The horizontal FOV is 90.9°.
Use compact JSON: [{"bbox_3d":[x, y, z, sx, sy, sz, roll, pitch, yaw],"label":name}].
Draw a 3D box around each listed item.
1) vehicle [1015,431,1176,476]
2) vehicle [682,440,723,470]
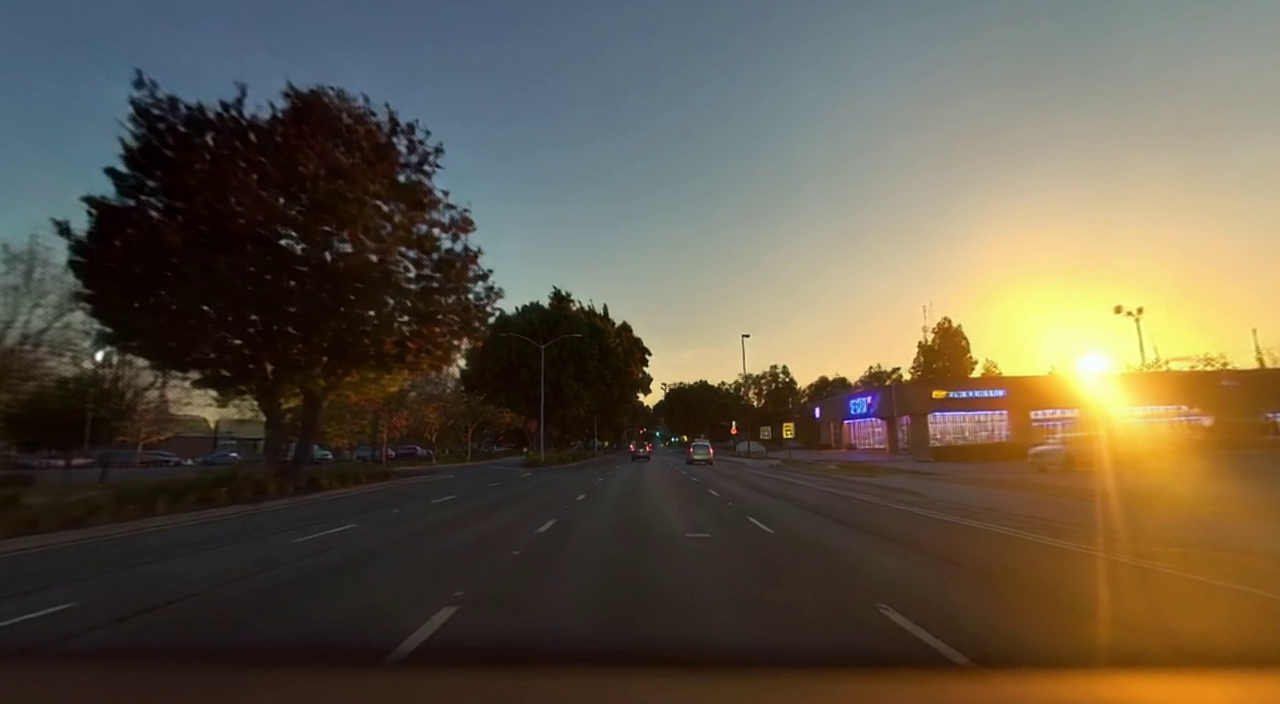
[{"bbox_3d":[16.787,3.752,23.429,4.233,1.562,2.143,0,-8,1],"label":"vehicle"},{"bbox_3d":[3.801,6.354,39.091,2.007,1.683,4.171,0,-8,-1],"label":"vehicle"}]
